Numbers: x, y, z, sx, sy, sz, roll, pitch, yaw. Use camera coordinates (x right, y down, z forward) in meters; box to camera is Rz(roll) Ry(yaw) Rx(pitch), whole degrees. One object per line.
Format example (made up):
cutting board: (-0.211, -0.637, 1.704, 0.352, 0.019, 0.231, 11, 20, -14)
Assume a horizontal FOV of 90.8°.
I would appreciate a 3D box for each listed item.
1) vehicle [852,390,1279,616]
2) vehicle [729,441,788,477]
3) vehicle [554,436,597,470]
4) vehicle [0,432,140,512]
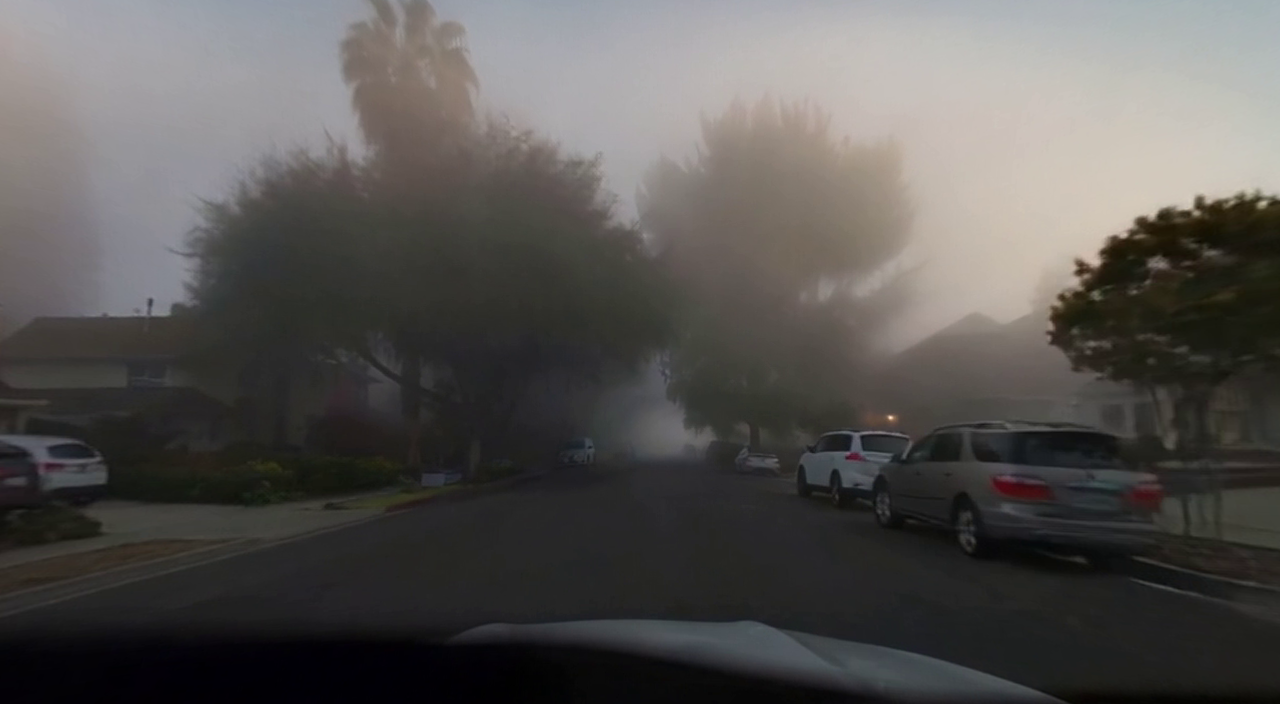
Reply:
vehicle: (4.566, 1.665, 8.053, 2.166, 1.766, 5.186, 4, -8, 3)
vehicle: (5.465, 5.001, 29.746, 2.056, 1.464, 4.493, 2, -8, 2)
vehicle: (-3.867, 6.155, 38.621, 2.149, 1.877, 5.082, -2, -9, -1)
vehicle: (-13.725, 2.497, 13.447, 4.638, 1.536, 1.863, -1, -9, 4)
